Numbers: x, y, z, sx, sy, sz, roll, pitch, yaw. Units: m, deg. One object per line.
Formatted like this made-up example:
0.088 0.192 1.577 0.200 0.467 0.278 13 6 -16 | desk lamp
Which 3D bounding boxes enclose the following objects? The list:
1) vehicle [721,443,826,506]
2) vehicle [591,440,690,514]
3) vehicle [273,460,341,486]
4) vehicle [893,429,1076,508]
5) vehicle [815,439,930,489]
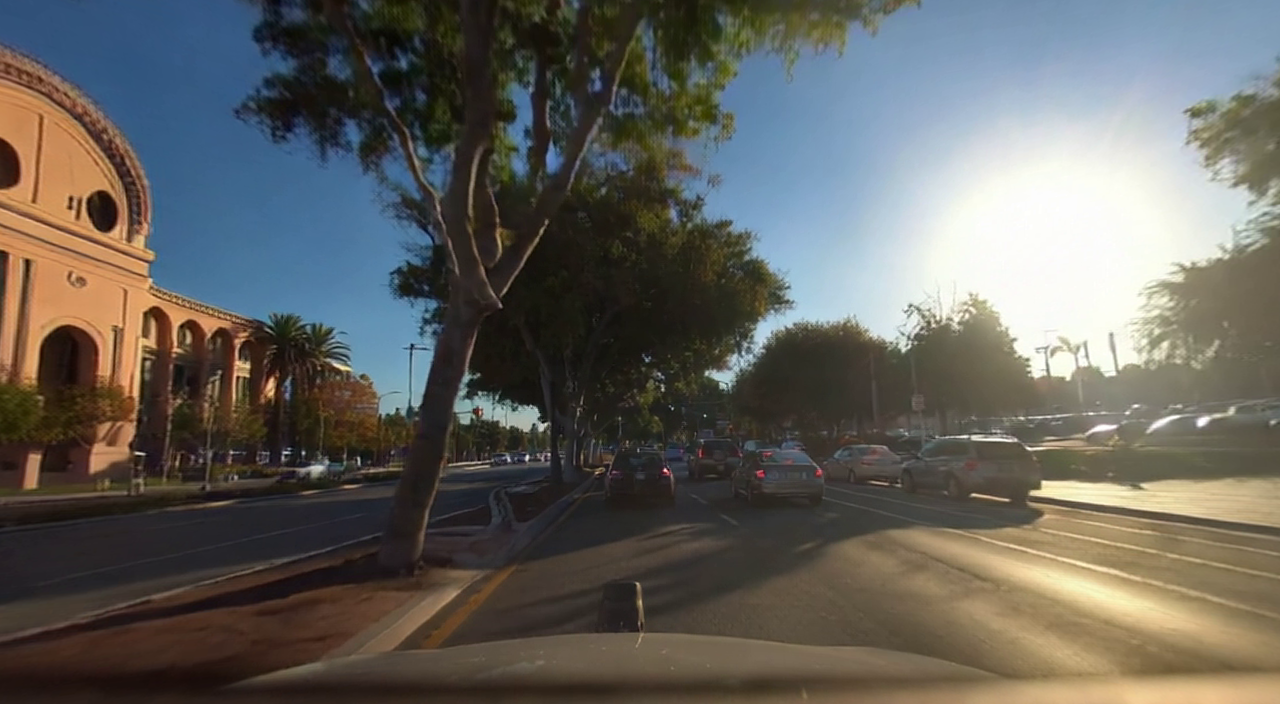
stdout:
3.428 3.220 17.130 1.833 1.465 4.258 0 -9 -1 | vehicle
-0.027 2.883 15.055 2.050 1.521 3.747 0 -8 -1 | vehicle
-21.081 7.665 40.232 1.856 1.429 4.672 0 -9 -1 | vehicle
8.562 2.921 16.343 1.994 1.715 4.777 0 -9 0 | vehicle
8.194 3.959 22.850 1.970 1.559 4.911 0 -8 -5 | vehicle
